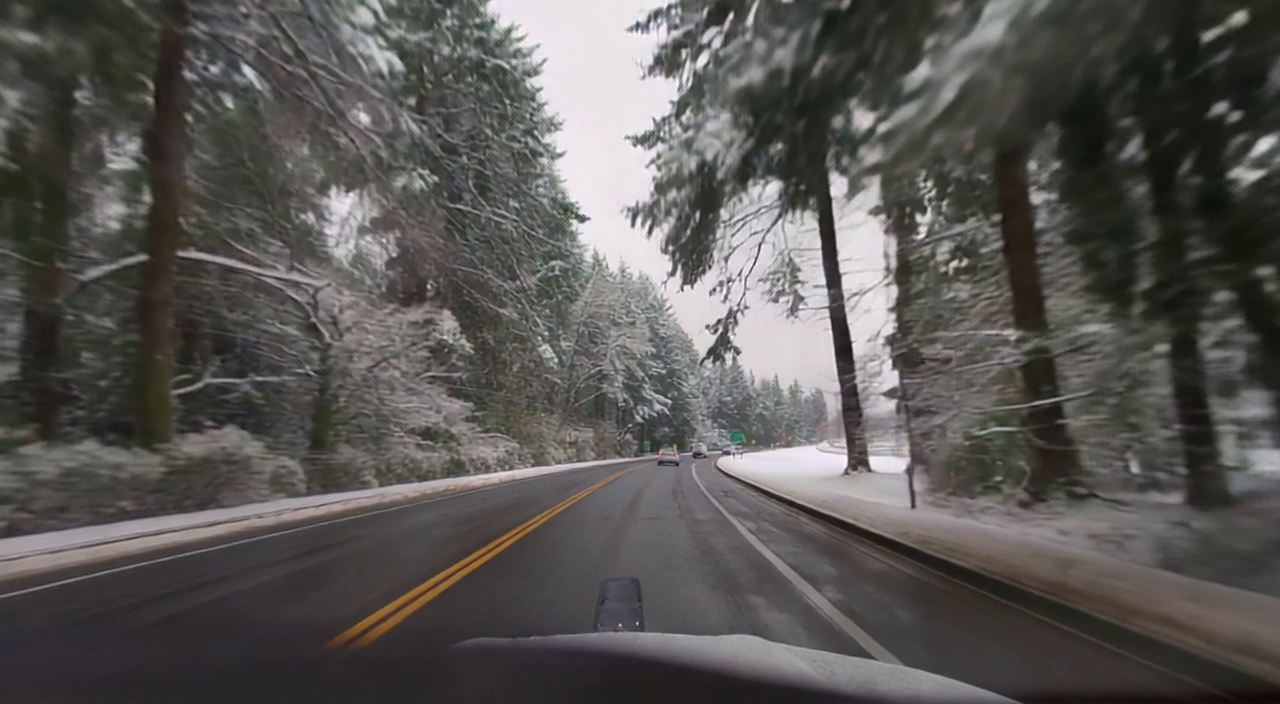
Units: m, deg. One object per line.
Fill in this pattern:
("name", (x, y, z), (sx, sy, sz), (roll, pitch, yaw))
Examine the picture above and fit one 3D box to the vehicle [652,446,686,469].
("vehicle", (2.016, 7.196, 43.119), (2.071, 1.474, 4.047), (-1, -9, 6))
